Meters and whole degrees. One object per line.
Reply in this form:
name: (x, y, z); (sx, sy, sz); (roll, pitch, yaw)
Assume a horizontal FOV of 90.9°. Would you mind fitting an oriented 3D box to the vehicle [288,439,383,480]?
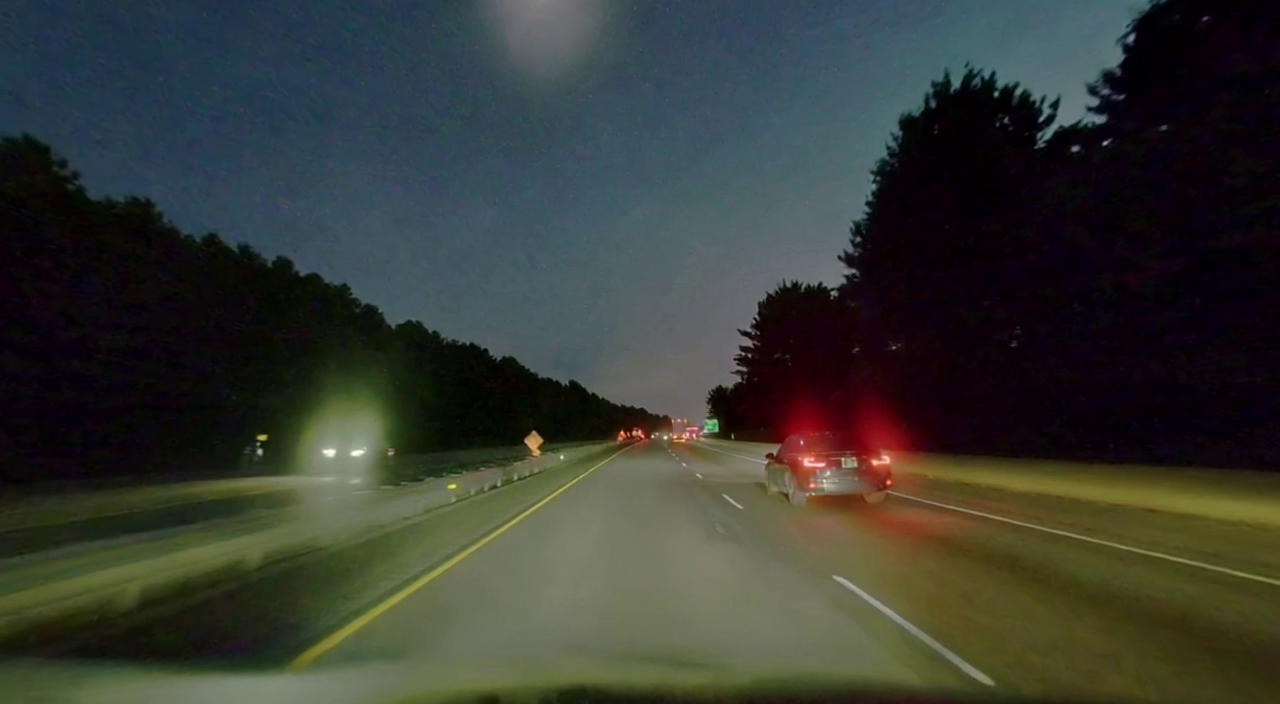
vehicle: (-11.679, 4.102, 24.436); (1.783, 1.422, 3.720); (0, -8, 0)
